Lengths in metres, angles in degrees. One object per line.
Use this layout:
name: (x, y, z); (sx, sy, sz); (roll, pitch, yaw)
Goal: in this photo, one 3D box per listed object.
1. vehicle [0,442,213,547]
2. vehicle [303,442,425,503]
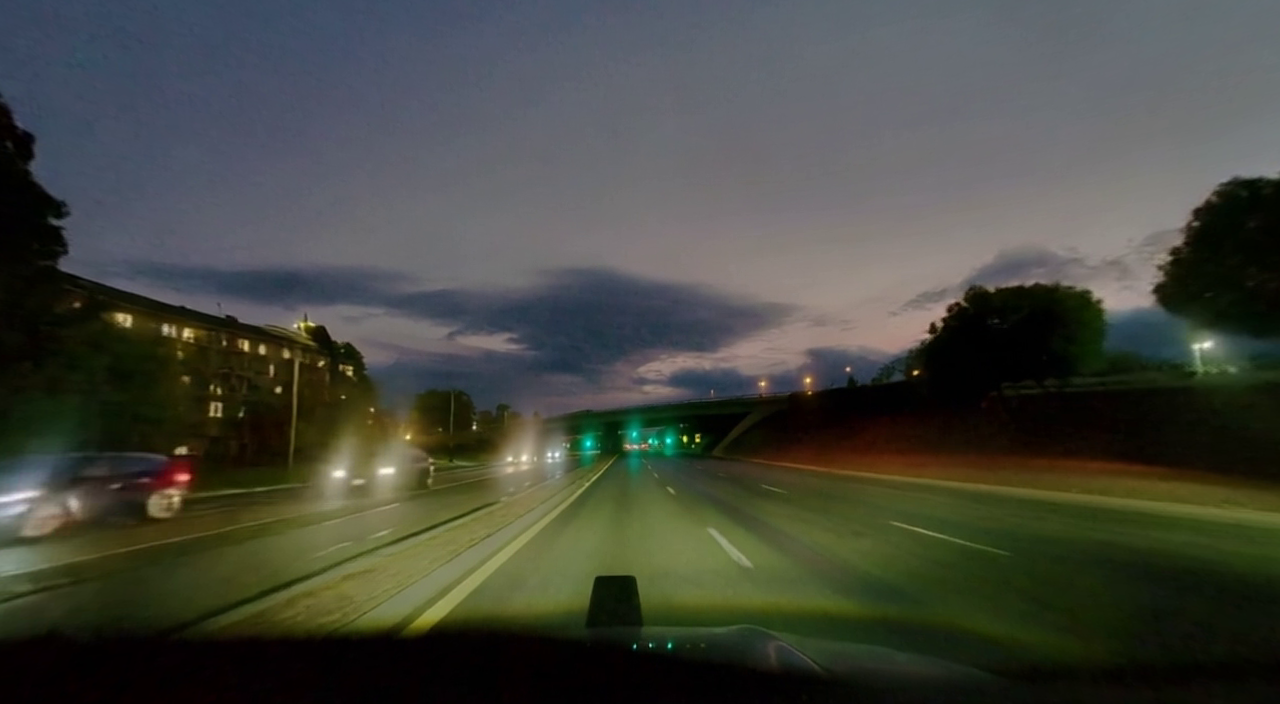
vehicle: (-11.708, 2.831, 13.278); (2.123, 1.769, 4.886); (-1, -9, -1)
vehicle: (-8.581, 3.777, 20.164); (2.017, 1.666, 4.293); (-1, -9, -1)
